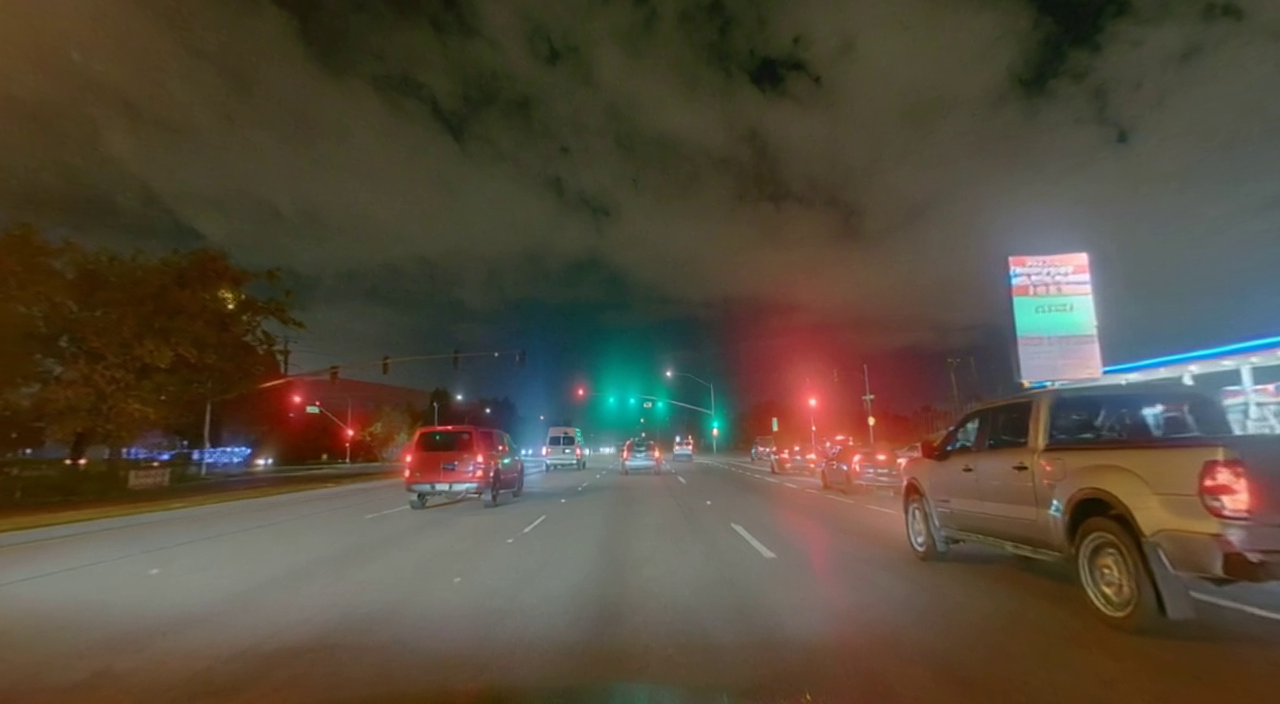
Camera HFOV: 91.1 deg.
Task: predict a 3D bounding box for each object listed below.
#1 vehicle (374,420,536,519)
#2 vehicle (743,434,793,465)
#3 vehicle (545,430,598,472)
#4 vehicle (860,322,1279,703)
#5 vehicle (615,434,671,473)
[{"bbox_3d":[-3.744,2.461,13.889,2.002,1.747,5.173,0,-8,0],"label":"vehicle"},{"bbox_3d":[7.363,5.618,36.484,2.119,1.696,4.623,0,-8,3],"label":"vehicle"},{"bbox_3d":[-3.358,4.959,31.695,2.025,1.936,4.995,0,-8,1],"label":"vehicle"},{"bbox_3d":[3.621,1.090,4.854,2.055,1.786,4.817,0,-8,0],"label":"vehicle"},{"bbox_3d":[0.115,4.847,30.378,2.426,1.703,5.602,0,-8,0],"label":"vehicle"}]
